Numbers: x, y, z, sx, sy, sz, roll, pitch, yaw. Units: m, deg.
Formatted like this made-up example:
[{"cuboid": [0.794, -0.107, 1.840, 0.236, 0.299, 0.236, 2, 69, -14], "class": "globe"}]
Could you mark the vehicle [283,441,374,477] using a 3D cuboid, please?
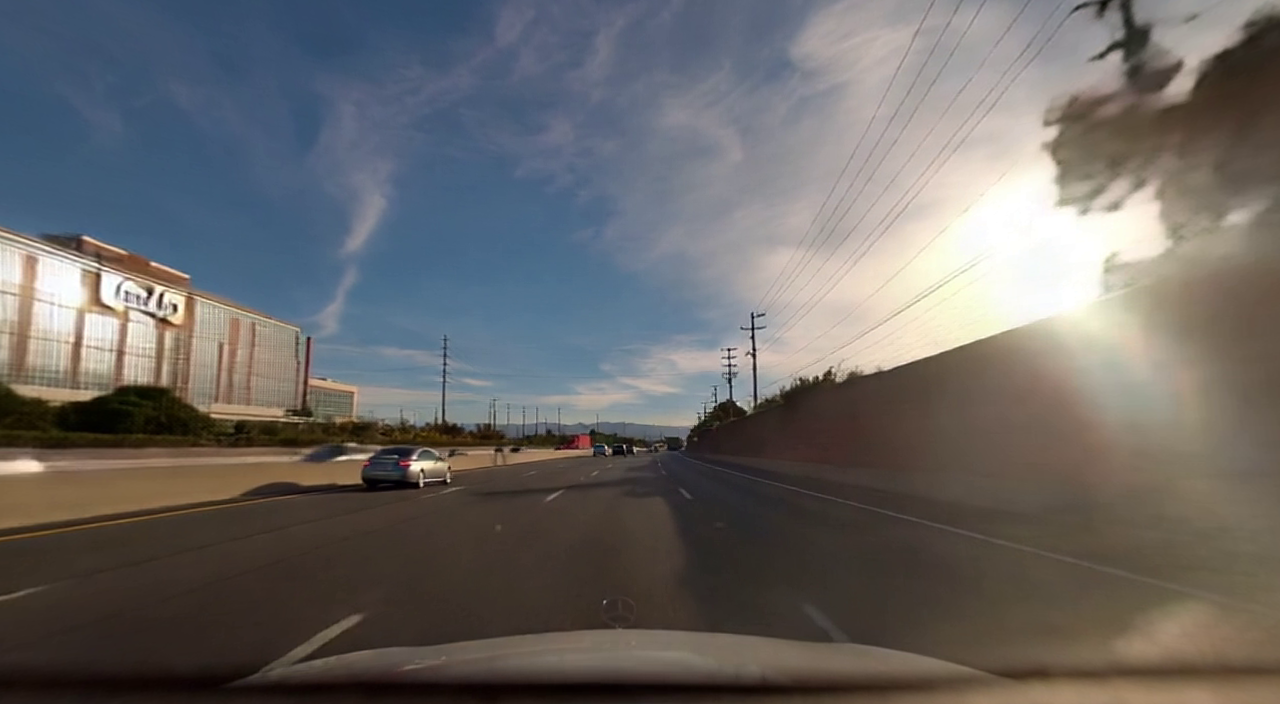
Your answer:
[{"cuboid": [-14.374, 4.942, 29.484, 1.944, 1.560, 4.445, 0, -8, 1], "class": "vehicle"}]

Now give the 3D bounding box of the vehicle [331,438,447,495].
[{"cuboid": [-7.711, 3.536, 19.897, 2.013, 1.574, 3.923, 0, -8, 0], "class": "vehicle"}]
